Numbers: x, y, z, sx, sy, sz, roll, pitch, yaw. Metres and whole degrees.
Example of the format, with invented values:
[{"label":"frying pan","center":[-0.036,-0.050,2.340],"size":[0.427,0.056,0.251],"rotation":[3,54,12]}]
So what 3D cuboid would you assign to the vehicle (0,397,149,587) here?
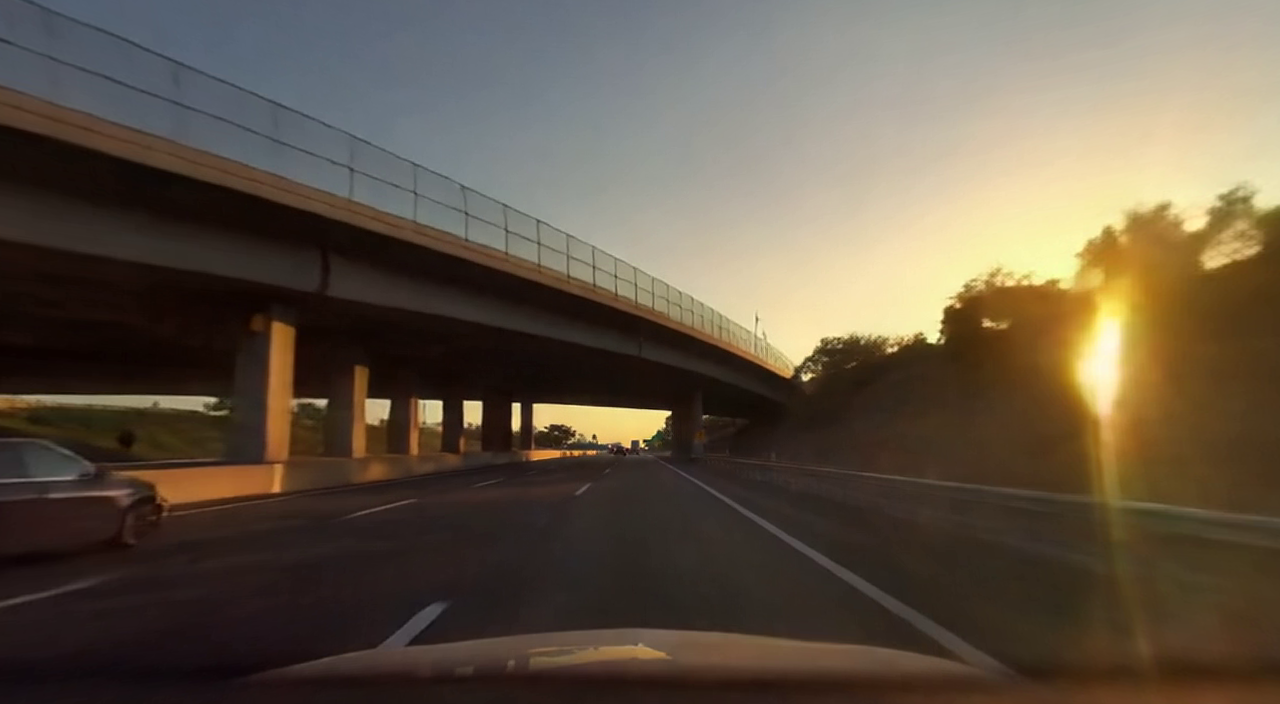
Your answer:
[{"label":"vehicle","center":[-6.831,1.146,4.930],"size":[2.109,1.692,4.712],"rotation":[0,-9,0]}]
